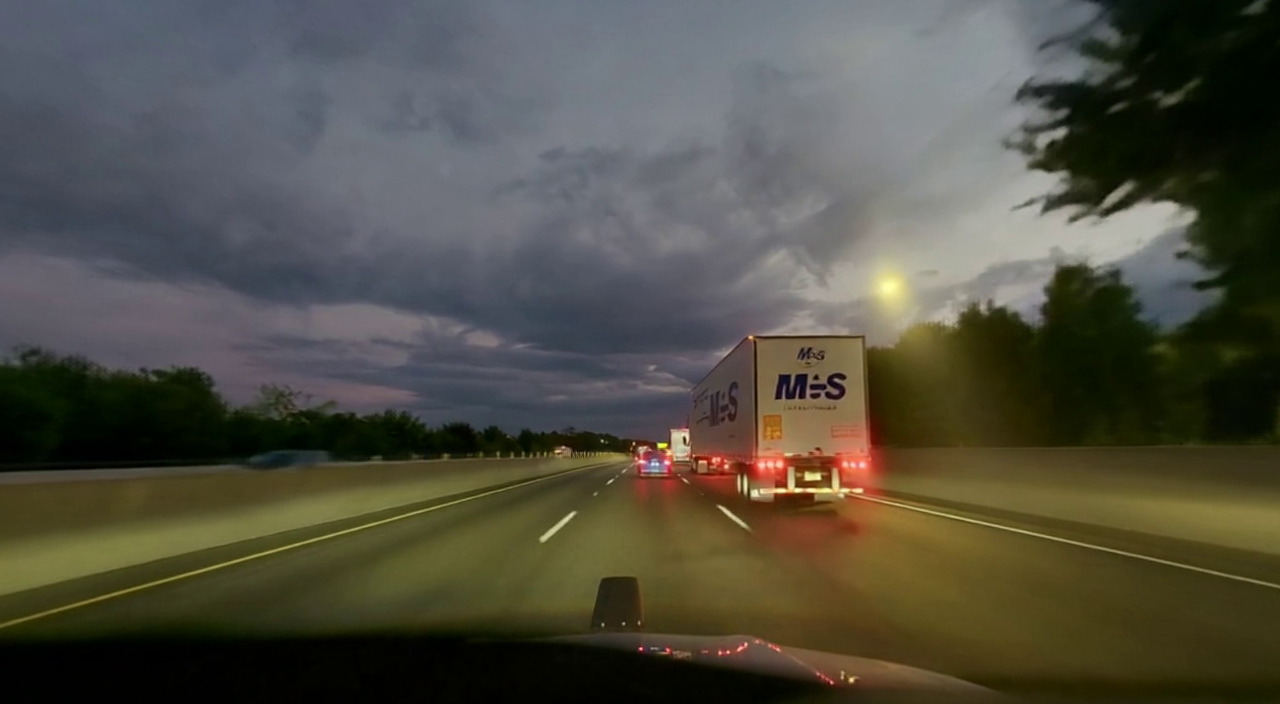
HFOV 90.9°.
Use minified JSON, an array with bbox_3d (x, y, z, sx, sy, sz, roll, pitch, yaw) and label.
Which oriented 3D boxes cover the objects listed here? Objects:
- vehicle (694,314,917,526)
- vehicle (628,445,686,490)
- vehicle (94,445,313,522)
[{"bbox_3d":[3.758,2.338,19.283,3.002,4.104,14.174,0,-9,0],"label":"vehicle"},{"bbox_3d":[0.605,4.519,25.027,2.121,1.642,3.828,0,-9,-1],"label":"vehicle"},{"bbox_3d":[-9.689,2.911,14.531,1.912,1.502,4.283,0,-9,1],"label":"vehicle"}]
